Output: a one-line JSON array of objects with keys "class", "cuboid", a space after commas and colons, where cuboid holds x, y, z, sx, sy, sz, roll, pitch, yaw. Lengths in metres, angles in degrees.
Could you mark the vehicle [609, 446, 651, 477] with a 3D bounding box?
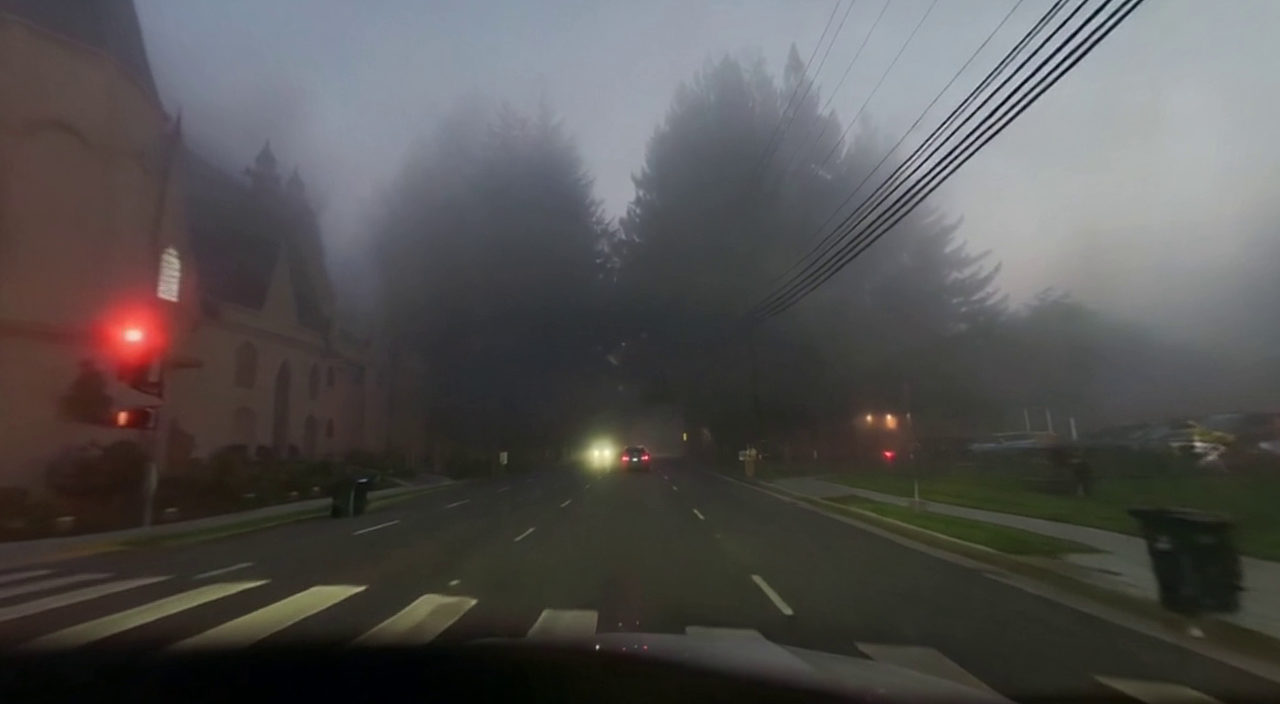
[{"class": "vehicle", "cuboid": [-0.515, 5.827, 33.737, 2.093, 1.497, 4.010, 0, -9, -1]}]
